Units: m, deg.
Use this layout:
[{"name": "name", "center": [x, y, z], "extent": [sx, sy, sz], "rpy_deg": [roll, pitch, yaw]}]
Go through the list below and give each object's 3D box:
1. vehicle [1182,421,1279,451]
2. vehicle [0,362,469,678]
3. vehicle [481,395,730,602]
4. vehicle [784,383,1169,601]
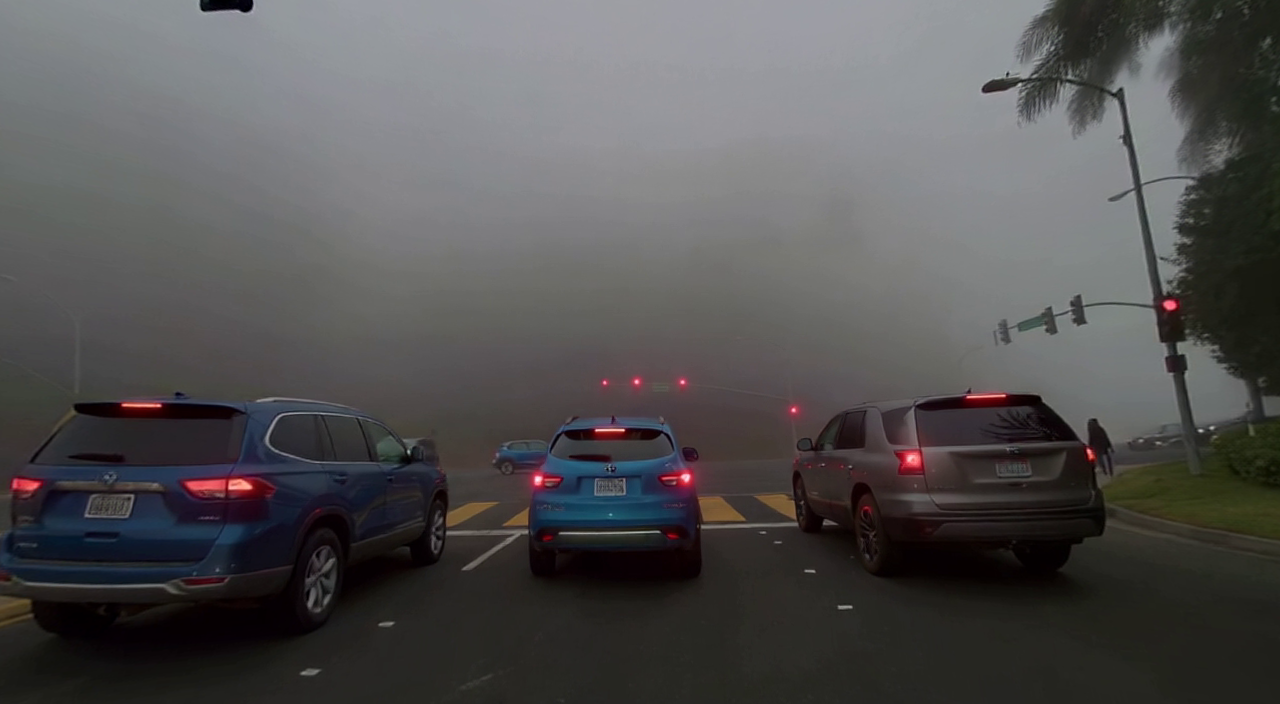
[{"name": "vehicle", "center": [32.819, 4.648, 34.751], "extent": [4.175, 1.634, 1.877], "rpy_deg": [1, -8, -4]}, {"name": "vehicle", "center": [-3.273, 1.279, 5.903], "extent": [2.047, 1.810, 4.414], "rpy_deg": [0, -8, 1]}, {"name": "vehicle", "center": [-0.231, 1.512, 7.315], "extent": [2.067, 1.702, 3.987], "rpy_deg": [0, -8, 2]}, {"name": "vehicle", "center": [3.283, 1.479, 7.512], "extent": [2.083, 1.779, 4.532], "rpy_deg": [0, -8, 0]}]
